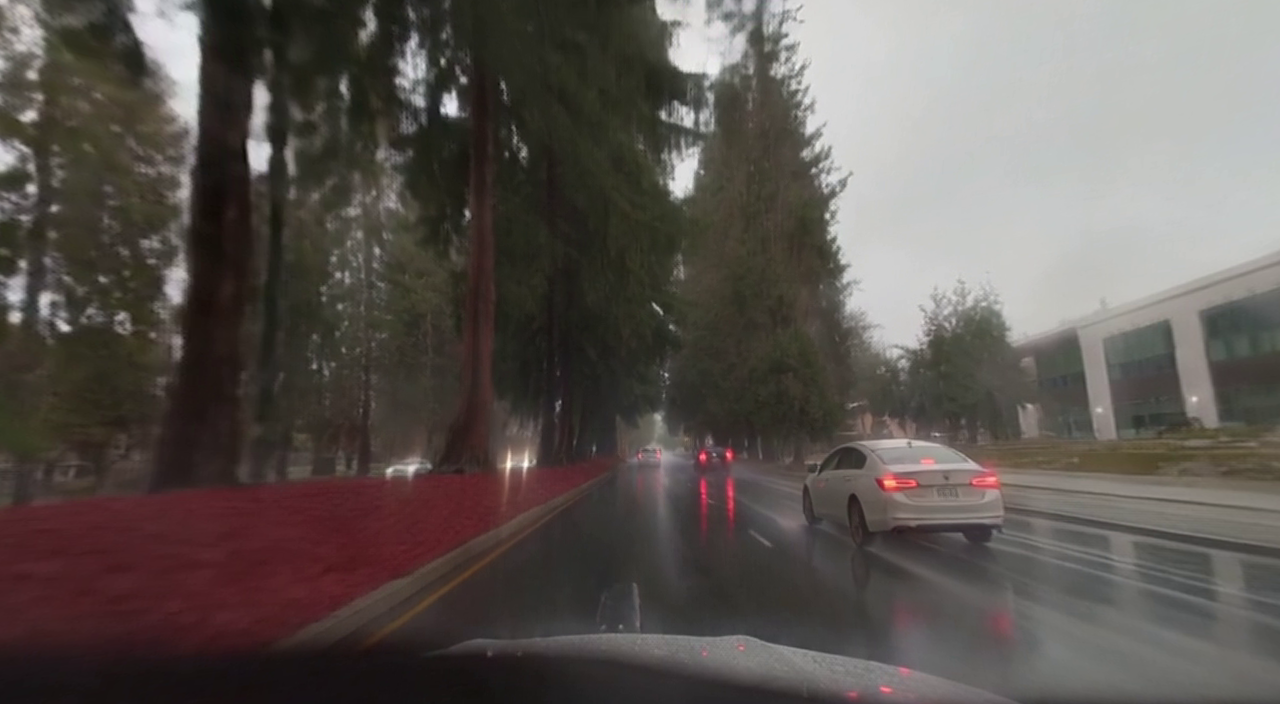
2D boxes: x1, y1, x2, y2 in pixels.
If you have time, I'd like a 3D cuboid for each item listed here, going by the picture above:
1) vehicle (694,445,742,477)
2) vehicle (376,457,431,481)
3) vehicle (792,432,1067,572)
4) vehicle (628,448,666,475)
[{"bbox_3d":[4.281,6.029,35.211,2.074,1.652,4.340,0,-9,0],"label":"vehicle"},{"bbox_3d":[-15.920,7.860,42.807,1.855,1.449,4.662,0,-9,1],"label":"vehicle"},{"bbox_3d":[3.711,1.973,9.113,1.985,1.529,4.147,0,-9,0],"label":"vehicle"},{"bbox_3d":[0.398,6.430,37.241,2.082,1.473,4.028,0,-9,0],"label":"vehicle"}]
